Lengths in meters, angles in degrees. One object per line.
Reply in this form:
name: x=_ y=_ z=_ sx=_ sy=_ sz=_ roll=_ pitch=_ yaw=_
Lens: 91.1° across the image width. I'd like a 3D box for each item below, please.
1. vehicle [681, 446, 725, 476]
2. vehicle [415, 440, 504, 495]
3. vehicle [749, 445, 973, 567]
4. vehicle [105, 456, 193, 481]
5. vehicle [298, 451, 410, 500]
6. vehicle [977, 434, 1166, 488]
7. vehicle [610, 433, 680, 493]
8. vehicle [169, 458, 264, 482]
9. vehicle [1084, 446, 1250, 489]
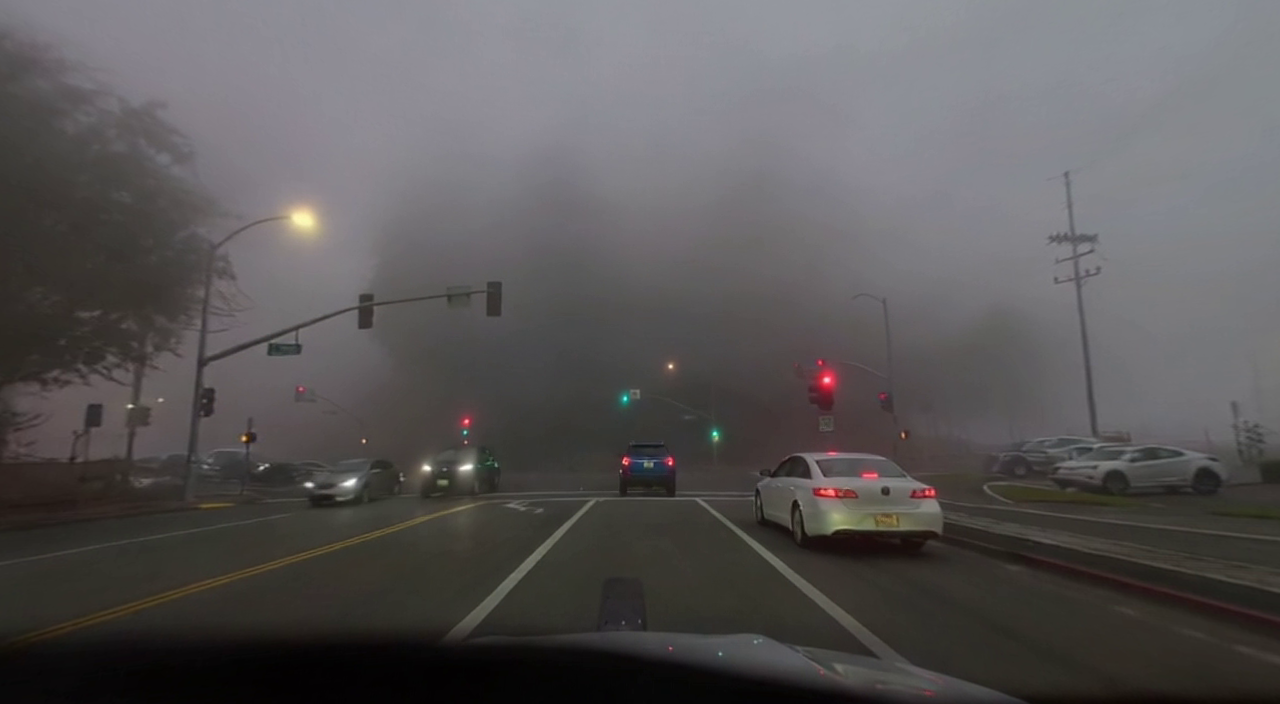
vehicle: x=3.719 y=6.500 z=37.691 sx=2.138 sy=1.729 sz=4.178 roll=0 pitch=-9 yaw=-1
vehicle: x=-6.620 y=4.268 z=23.568 sx=1.957 sy=1.836 sz=4.434 roll=0 pitch=-9 yaw=1
vehicle: x=3.118 y=2.244 z=10.002 sx=1.900 sy=1.478 sz=4.425 roll=0 pitch=-9 yaw=-1
vehicle: x=-33.791 y=8.004 z=43.285 sx=4.379 sy=1.666 sz=2.005 roll=0 pitch=-9 yaw=2
vehicle: x=-10.279 y=4.440 z=23.038 sx=1.943 sy=1.552 sz=4.670 roll=0 pitch=-9 yaw=0
vehicle: x=13.648 y=3.468 z=20.105 sx=4.507 sy=1.610 sz=2.045 roll=0 pitch=-9 yaw=-1
vehicle: x=0.160 y=3.978 z=22.792 sx=2.296 sy=1.947 sz=4.168 roll=0 pitch=-9 yaw=0
vehicle: x=-26.848 y=7.508 z=39.910 sx=4.500 sy=1.439 sz=1.996 roll=0 pitch=-9 yaw=-1
vehicle: x=18.765 y=4.111 z=22.733 sx=1.906 sy=1.395 sz=4.736 roll=0 pitch=-9 yaw=0
